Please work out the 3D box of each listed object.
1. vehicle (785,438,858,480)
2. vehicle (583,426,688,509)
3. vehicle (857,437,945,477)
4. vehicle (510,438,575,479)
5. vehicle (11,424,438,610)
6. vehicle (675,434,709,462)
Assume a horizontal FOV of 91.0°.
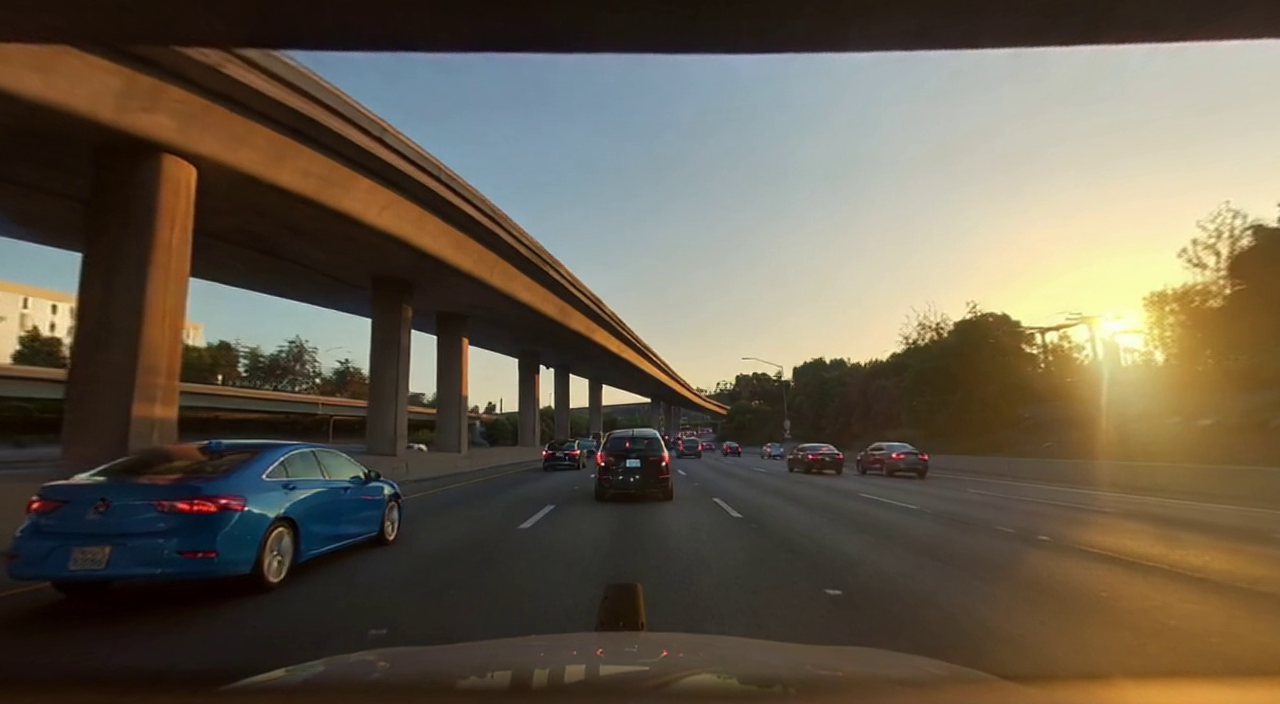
[{"bbox_3d":[7.325,4.341,25.738,1.880,1.526,3.641,0,-9,0],"label":"vehicle"},{"bbox_3d":[-0.089,2.719,15.200,2.181,1.697,4.021,0,-9,0],"label":"vehicle"},{"bbox_3d":[11.504,4.661,28.129,1.992,1.625,4.359,1,-9,-1],"label":"vehicle"},{"bbox_3d":[-3.953,4.391,26.162,1.947,1.516,4.295,0,-9,1],"label":"vehicle"},{"bbox_3d":[-4.087,1.675,7.369,1.974,1.478,4.412,0,-9,0],"label":"vehicle"},{"bbox_3d":[3.738,6.973,45.735,2.069,1.876,4.447,0,-9,0],"label":"vehicle"}]
